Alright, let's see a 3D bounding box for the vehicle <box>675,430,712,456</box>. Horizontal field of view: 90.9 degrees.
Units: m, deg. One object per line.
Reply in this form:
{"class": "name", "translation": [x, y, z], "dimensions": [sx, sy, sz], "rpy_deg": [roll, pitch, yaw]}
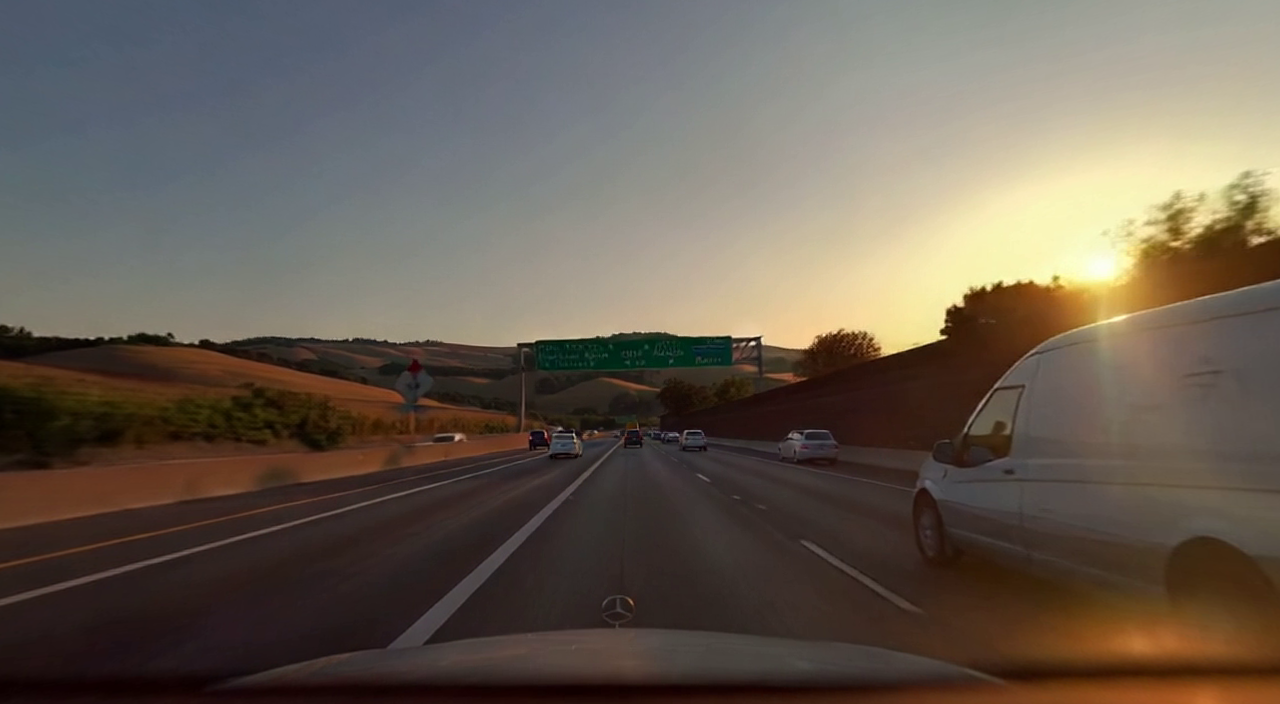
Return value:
{"class": "vehicle", "translation": [3.258, 5.603, 38.934], "dimensions": [1.806, 1.469, 3.681], "rpy_deg": [0, -8, -2]}

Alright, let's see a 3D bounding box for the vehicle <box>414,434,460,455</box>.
{"class": "vehicle", "translation": [-15.324, 6.964, 47.774], "dimensions": [2.044, 1.532, 4.528], "rpy_deg": [0, -8, 0]}

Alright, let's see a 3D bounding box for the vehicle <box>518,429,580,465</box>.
{"class": "vehicle", "translation": [-4.024, 4.257, 28.529], "dimensions": [2.204, 1.486, 4.121], "rpy_deg": [0, -8, 0]}
